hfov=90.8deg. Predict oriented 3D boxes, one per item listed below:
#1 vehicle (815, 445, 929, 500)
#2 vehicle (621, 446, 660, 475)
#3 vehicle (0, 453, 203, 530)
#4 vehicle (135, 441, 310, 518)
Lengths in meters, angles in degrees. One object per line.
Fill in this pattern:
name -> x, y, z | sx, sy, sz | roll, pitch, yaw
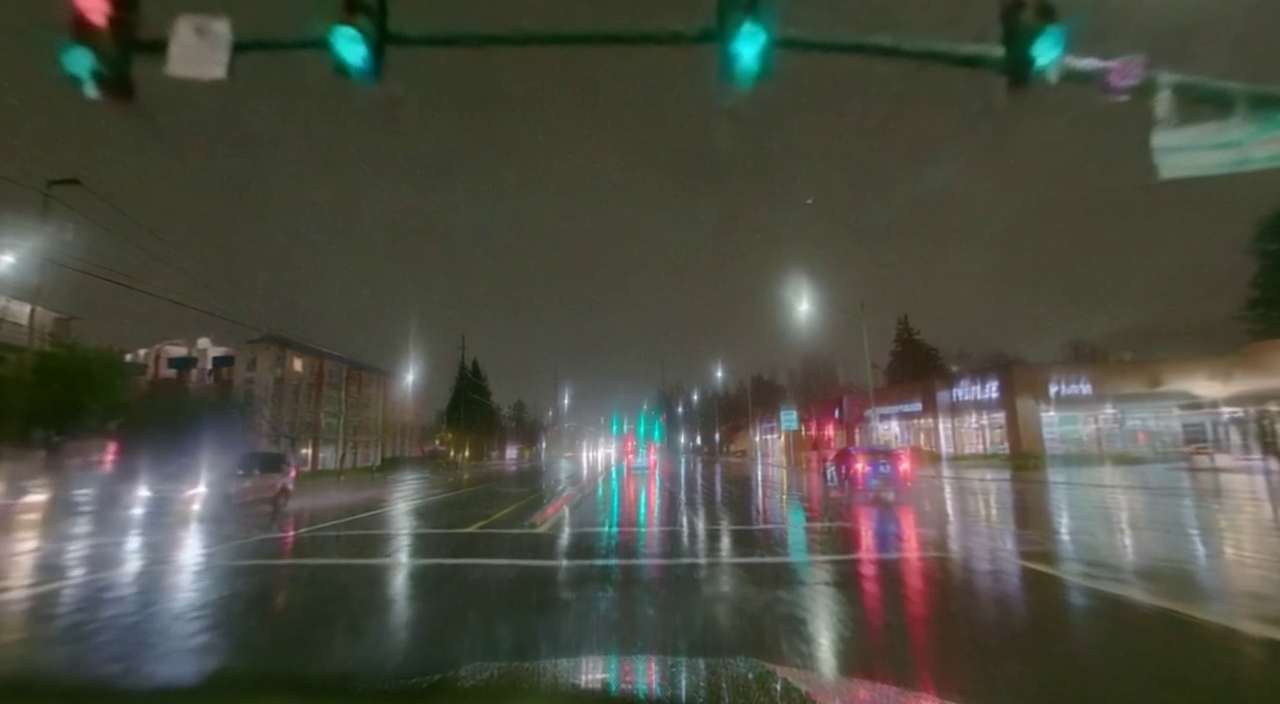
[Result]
vehicle -> 6.788, 3.529, 18.994 | 1.849, 1.464, 4.119 | 0, -8, 0
vehicle -> -0.041, 5.927, 34.829 | 2.027, 1.494, 3.942 | 0, -8, -1
vehicle -> -14.560, 3.631, 17.117 | 2.003, 1.696, 4.860 | 0, -8, -1
vehicle -> -10.913, 3.315, 16.962 | 1.911, 1.779, 4.067 | 0, -8, -1
